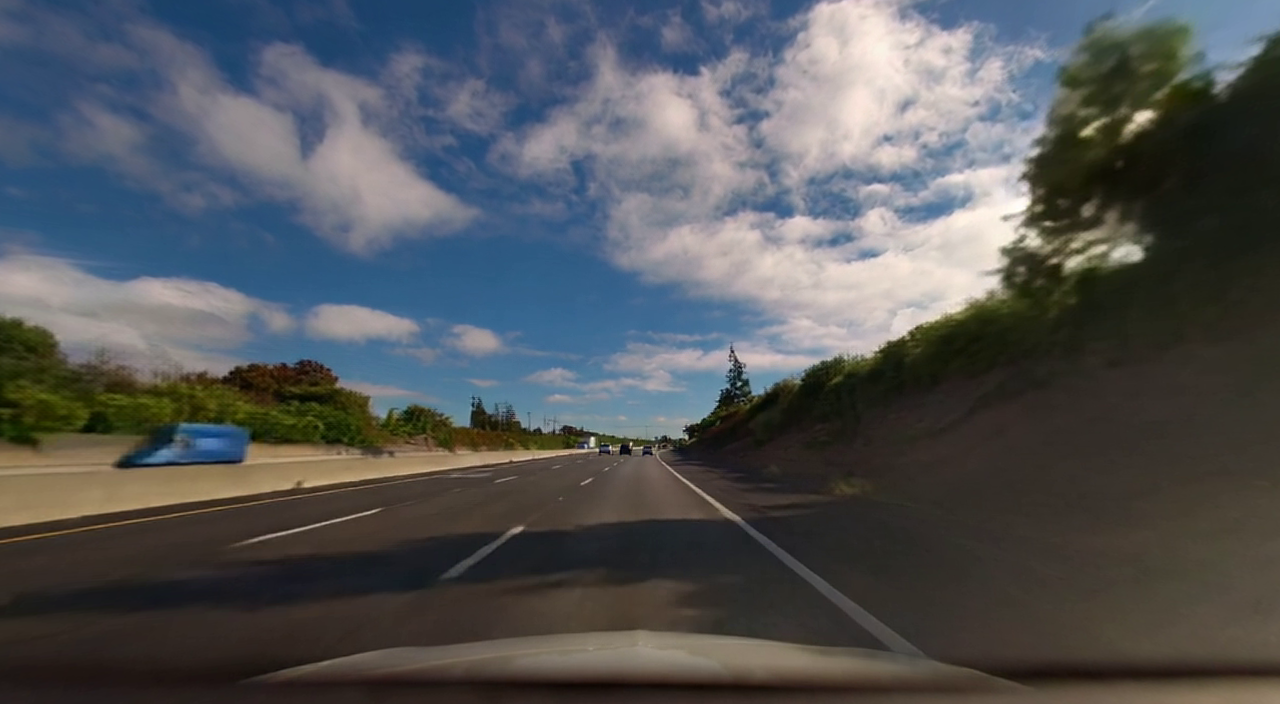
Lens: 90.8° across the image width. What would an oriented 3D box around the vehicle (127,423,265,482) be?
[{"bbox_3d":[-22.296,5.112,32.223,2.297,2.677,6.429,0,-9,0],"label":"vehicle"}]
